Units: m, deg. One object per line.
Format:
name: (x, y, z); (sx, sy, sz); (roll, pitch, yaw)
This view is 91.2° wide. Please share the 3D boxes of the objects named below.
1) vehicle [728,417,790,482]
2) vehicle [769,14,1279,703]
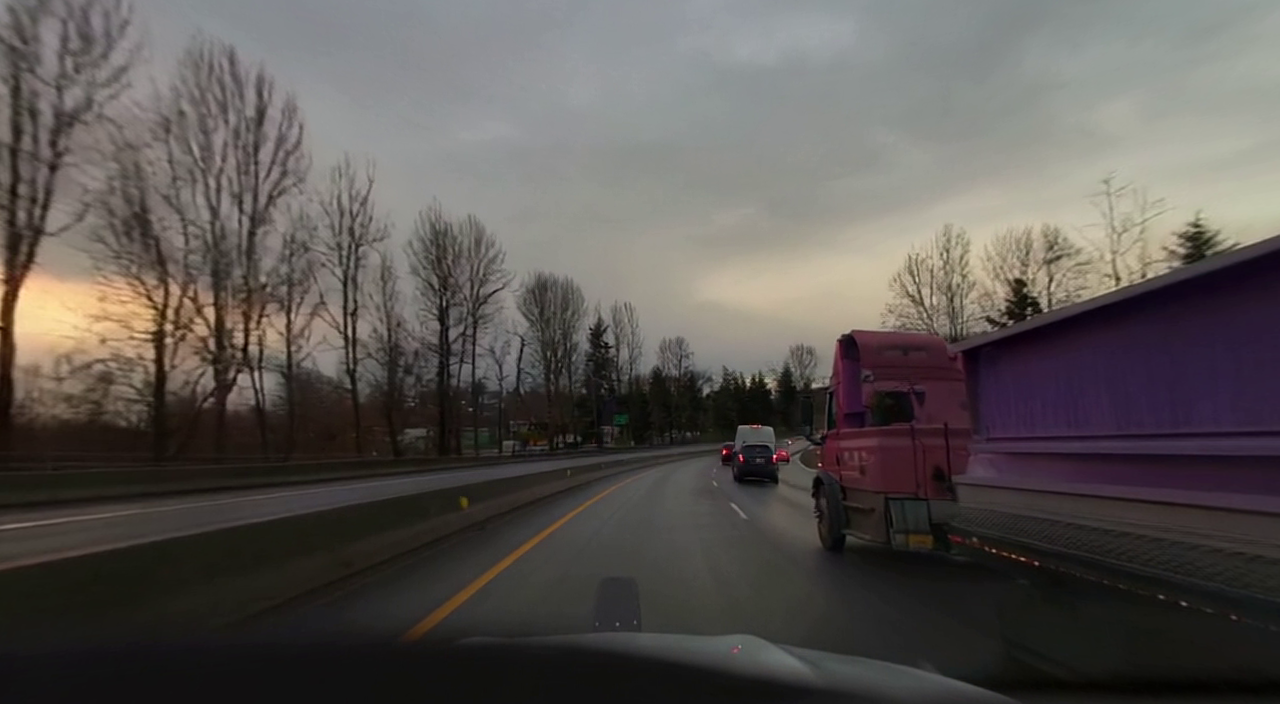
vehicle: (5.207, 4.392, 28.245); (2.200, 2.582, 5.559); (-1, -9, 5)
vehicle: (3.659, 0.646, 6.356); (3.117, 3.818, 6.785); (0, -9, -1)
